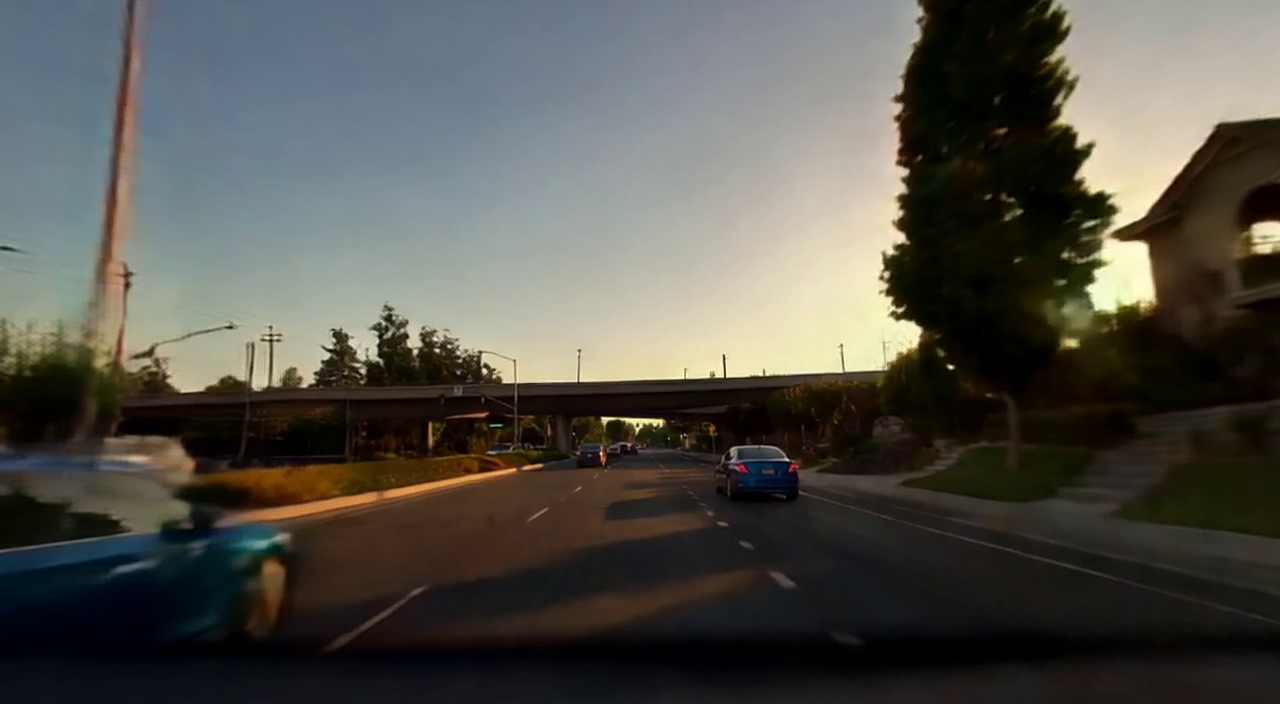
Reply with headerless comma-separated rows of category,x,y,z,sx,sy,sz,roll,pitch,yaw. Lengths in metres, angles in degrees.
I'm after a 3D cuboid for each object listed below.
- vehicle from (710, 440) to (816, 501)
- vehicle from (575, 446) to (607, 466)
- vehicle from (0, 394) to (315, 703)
vehicle,3.303,3.267,17.901,2.068,1.497,4.247,0,-8,-1
vehicle,-3.678,7.920,48.303,2.041,1.460,4.036,0,-8,1
vehicle,-3.342,0.887,2.179,2.060,1.484,4.417,0,-8,0
